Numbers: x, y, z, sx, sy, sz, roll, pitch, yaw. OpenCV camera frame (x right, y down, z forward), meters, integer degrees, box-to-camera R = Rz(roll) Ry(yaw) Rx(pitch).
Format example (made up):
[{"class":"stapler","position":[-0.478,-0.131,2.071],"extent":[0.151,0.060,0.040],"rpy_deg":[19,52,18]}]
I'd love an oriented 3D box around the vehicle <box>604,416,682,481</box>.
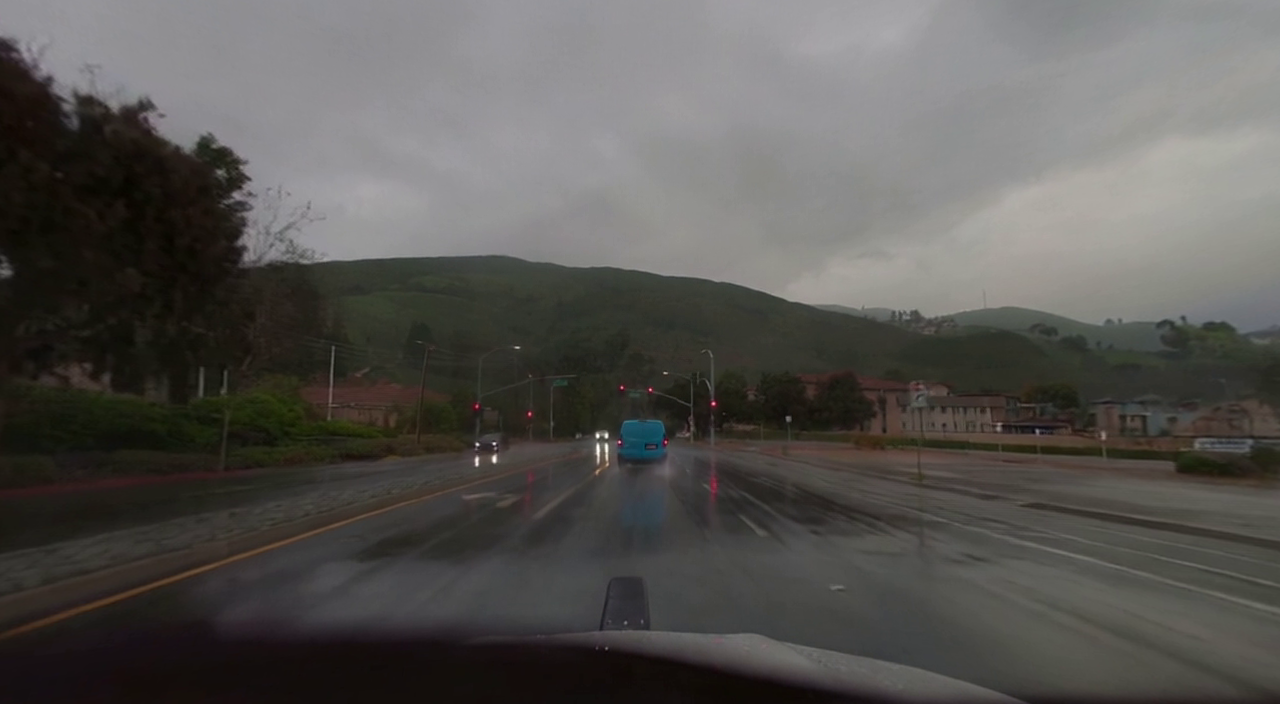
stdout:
[{"class":"vehicle","position":[0.100,3.045,20.056],"extent":[2.185,1.822,4.391],"rpy_deg":[-1,-8,1]}]

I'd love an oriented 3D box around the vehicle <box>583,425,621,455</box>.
[{"class":"vehicle","position":[-2.414,5.758,41.166],"extent":[2.131,1.783,4.540],"rpy_deg":[-1,-8,1]}]

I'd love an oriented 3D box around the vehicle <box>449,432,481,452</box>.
[{"class":"vehicle","position":[-13.388,6.856,47.944],"extent":[1.991,1.469,4.596],"rpy_deg":[2,-8,-19]}]
